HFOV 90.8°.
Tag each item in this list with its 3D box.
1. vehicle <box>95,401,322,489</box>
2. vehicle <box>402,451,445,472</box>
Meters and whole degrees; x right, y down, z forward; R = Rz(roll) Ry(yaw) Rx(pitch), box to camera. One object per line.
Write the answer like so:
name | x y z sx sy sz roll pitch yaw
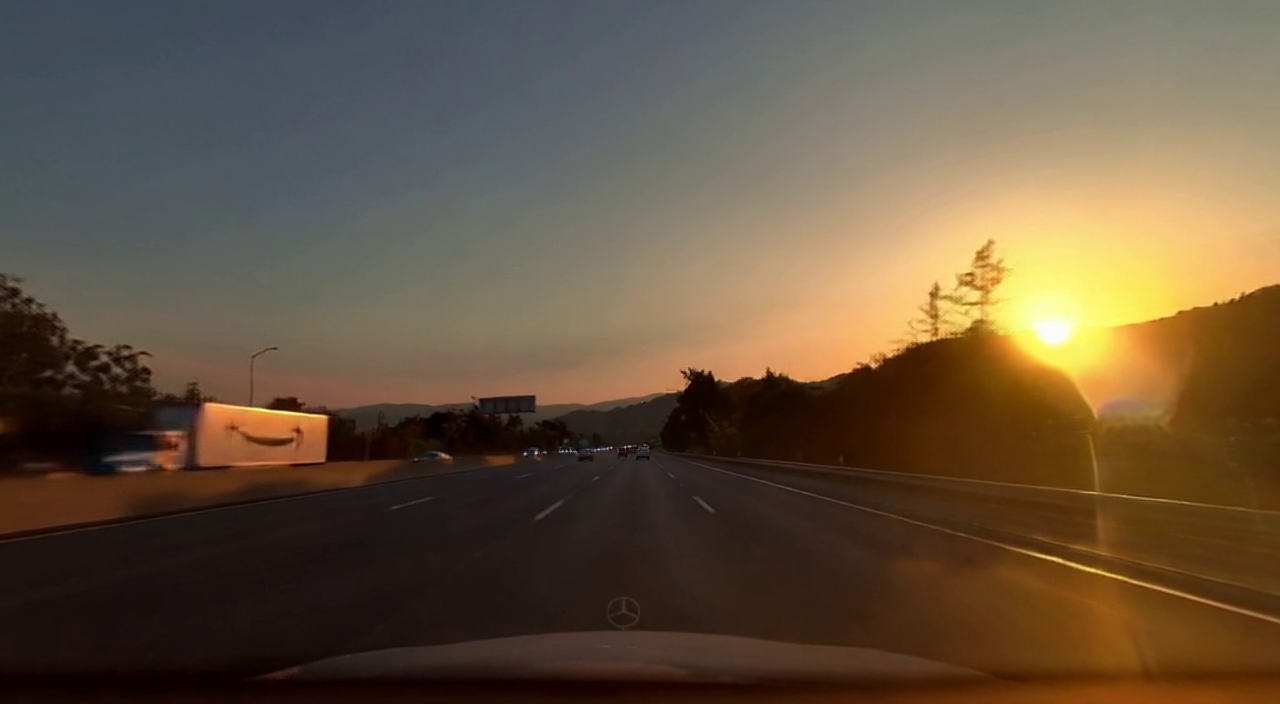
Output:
vehicle | -23.240 5.347 35.911 2.898 3.947 14.192 0 -9 0
vehicle | -15.284 7.705 44.661 1.720 1.396 3.502 0 -9 1
